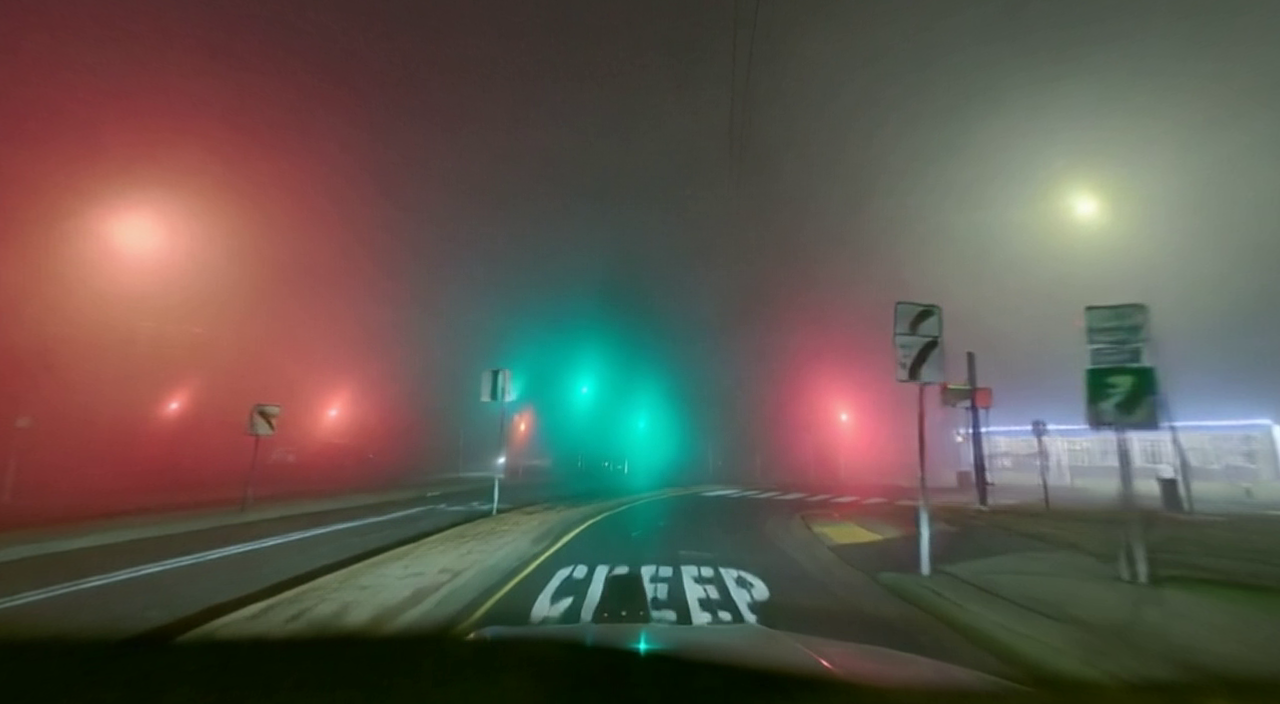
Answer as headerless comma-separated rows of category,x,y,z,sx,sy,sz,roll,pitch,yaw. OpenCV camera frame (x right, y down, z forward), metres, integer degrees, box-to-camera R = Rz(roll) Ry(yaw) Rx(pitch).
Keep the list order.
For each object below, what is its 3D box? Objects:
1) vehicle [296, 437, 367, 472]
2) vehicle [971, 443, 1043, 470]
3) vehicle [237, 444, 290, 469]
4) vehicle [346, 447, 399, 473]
vehicle,-18.413,6.133,37.772,2.337,1.934,4.843,1,-9,-8
vehicle,27.818,7.903,47.570,4.474,1.956,2.263,-6,-11,31
vehicle,-24.735,6.870,41.375,1.771,1.510,3.545,1,-9,-10
vehicle,-15.375,6.199,36.278,1.789,1.399,4.236,1,-9,-9
